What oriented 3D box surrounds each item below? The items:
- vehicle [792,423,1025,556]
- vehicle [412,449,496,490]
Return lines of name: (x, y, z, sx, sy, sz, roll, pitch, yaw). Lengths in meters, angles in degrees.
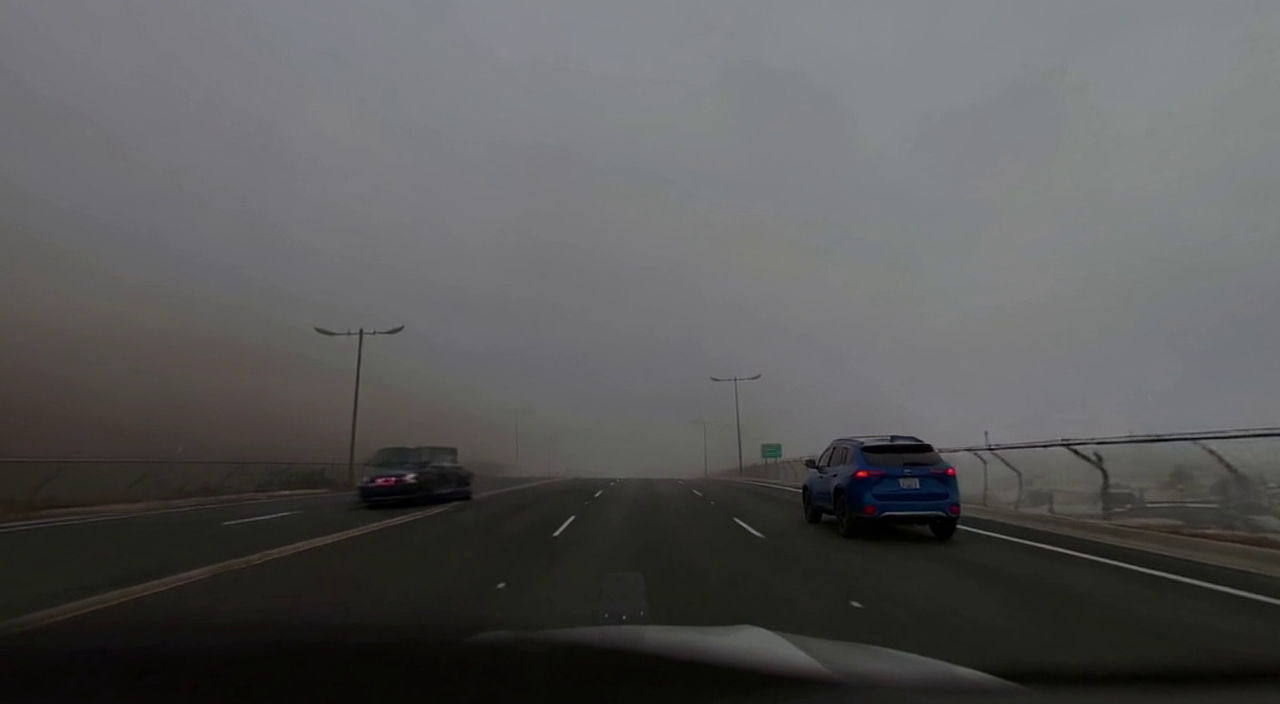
vehicle: (4.050, 2.140, 10.496, 1.989, 1.730, 4.324, 0, -9, 1)
vehicle: (-10.046, 6.386, 34.741, 2.597, 2.034, 6.006, 0, -9, 2)
